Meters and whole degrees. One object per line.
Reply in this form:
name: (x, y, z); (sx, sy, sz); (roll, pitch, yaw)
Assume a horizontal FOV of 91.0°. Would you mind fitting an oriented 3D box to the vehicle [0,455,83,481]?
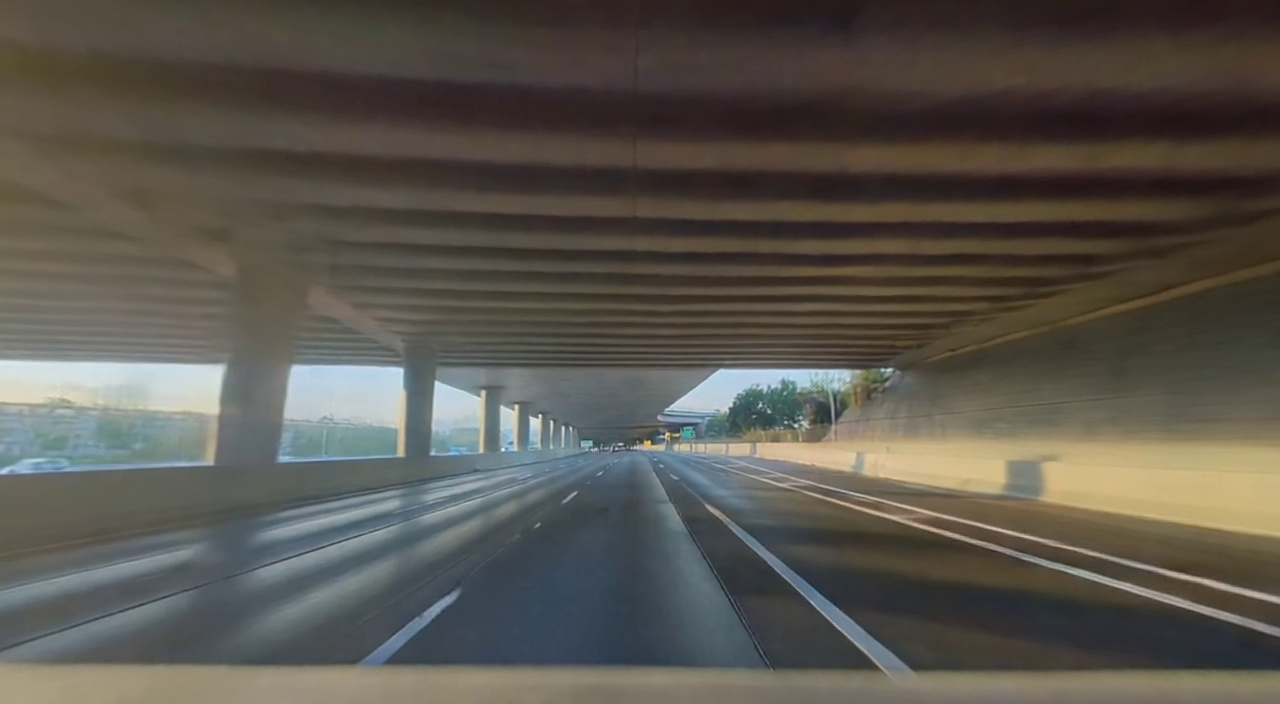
vehicle: (-44.672, 8.490, 46.308); (1.940, 1.679, 5.946); (0, -9, 0)
